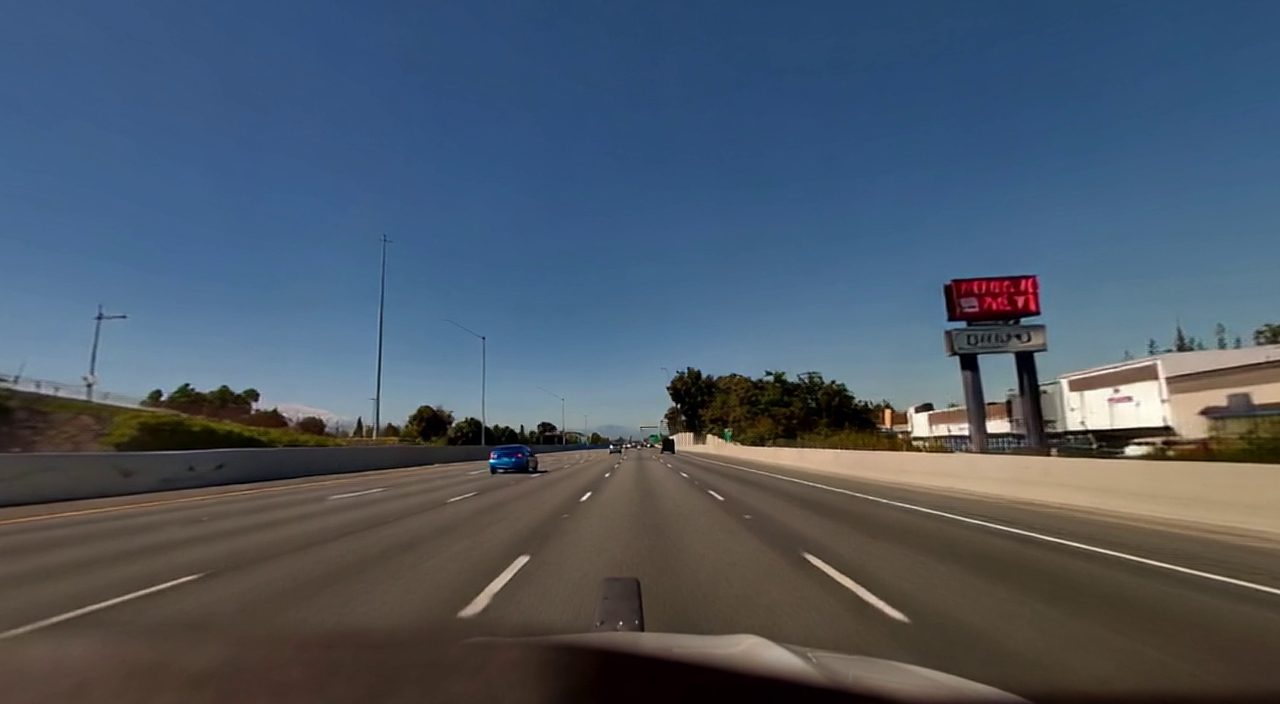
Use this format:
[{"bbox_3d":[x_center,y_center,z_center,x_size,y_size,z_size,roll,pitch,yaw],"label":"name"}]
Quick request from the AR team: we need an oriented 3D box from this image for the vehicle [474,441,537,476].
[{"bbox_3d":[-6.219,4.963,29.734,1.990,1.529,4.288,0,-8,0],"label":"vehicle"}]
